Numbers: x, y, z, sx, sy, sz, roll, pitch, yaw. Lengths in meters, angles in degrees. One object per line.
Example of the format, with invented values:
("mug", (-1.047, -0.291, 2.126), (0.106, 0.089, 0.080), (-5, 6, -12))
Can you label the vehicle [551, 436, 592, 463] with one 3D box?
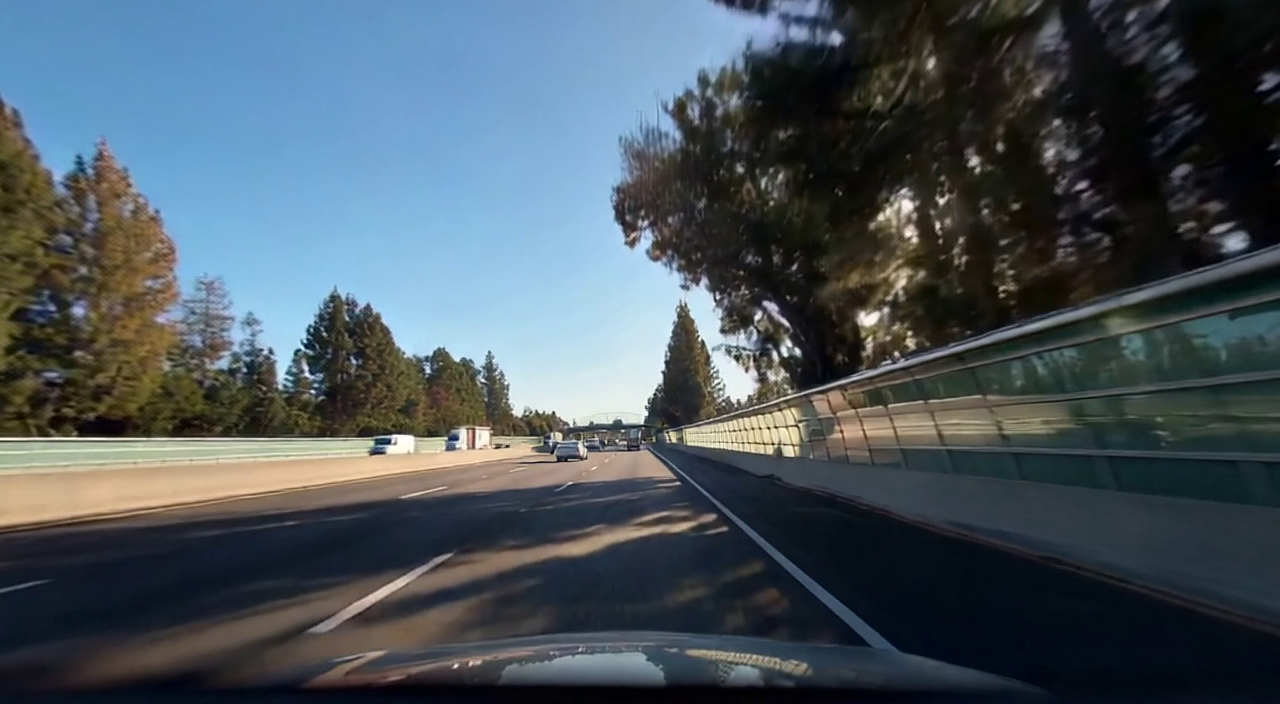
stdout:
("vehicle", (-4.216, 6.057, 39.070), (2.063, 1.598, 4.189), (0, -8, 0))
